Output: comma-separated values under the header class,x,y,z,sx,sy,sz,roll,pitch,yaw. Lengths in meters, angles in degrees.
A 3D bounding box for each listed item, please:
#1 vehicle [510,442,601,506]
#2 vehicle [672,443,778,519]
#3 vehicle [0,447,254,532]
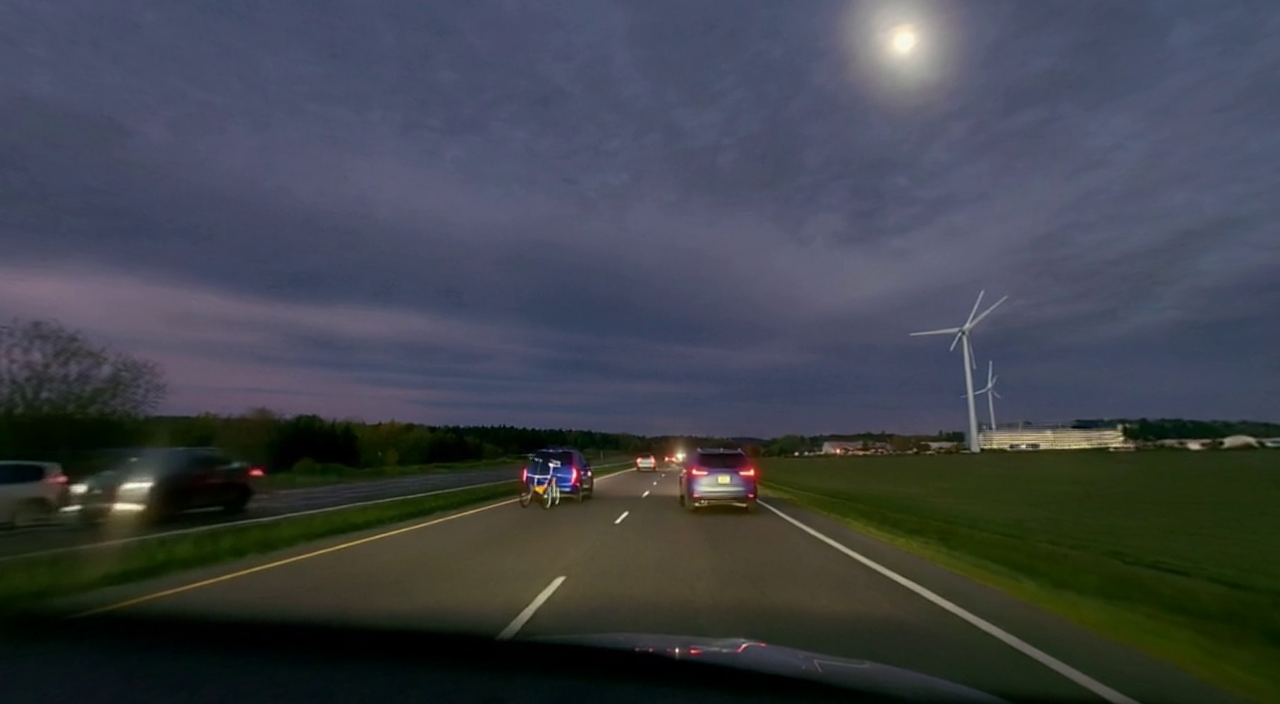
class,x,y,z,sx,sy,sz,roll,pitch,yaw
vehicle,-2.384,3.590,18.918,1.962,1.681,4.033,-1,-9,3
vehicle,1.884,3.027,15.272,2.063,1.582,3.955,0,-9,1
vehicle,-10.955,2.878,13.829,2.088,1.545,4.230,-1,-9,3
